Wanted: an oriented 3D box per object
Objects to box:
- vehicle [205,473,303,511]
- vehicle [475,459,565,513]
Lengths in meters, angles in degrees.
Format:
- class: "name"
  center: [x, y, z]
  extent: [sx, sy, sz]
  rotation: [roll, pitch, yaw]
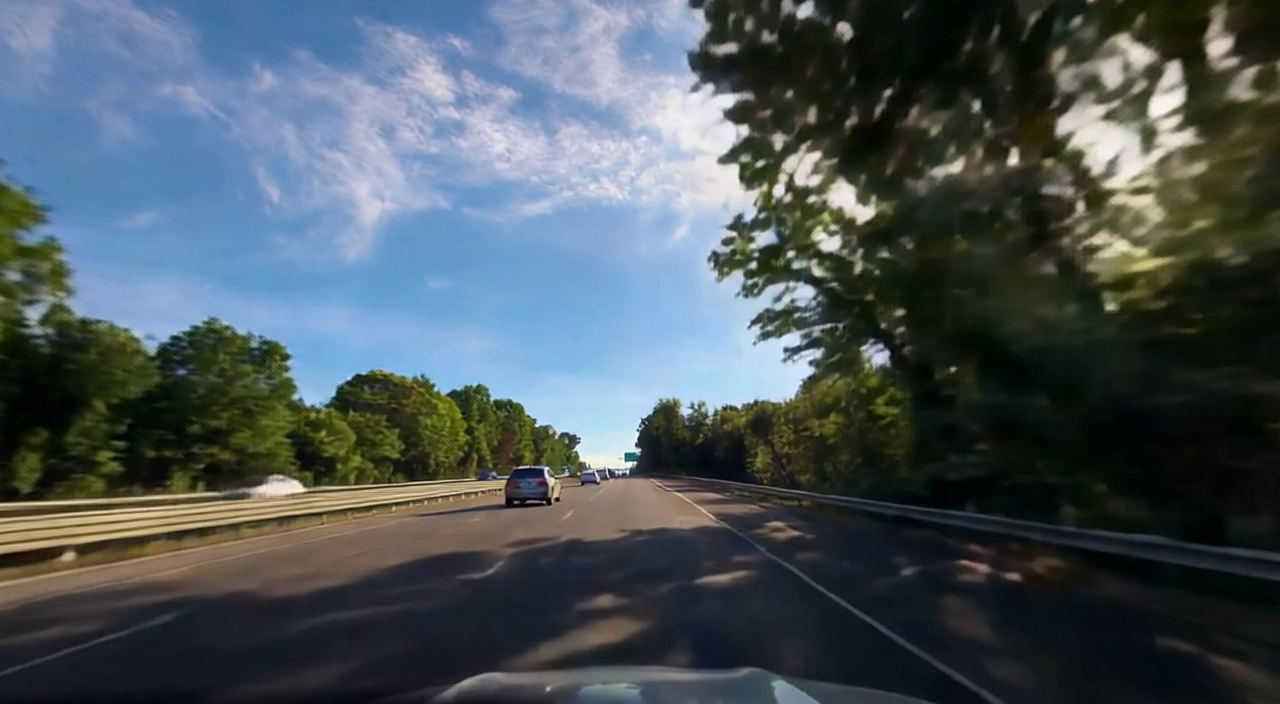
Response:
- class: "vehicle"
  center: [-16.883, 6.125, 27.838]
  extent: [1.778, 1.512, 4.020]
  rotation: [1, -11, -1]
- class: "vehicle"
  center: [-3.871, 4.433, 21.158]
  extent: [2.068, 1.592, 4.479]
  rotation: [0, -11, 1]
